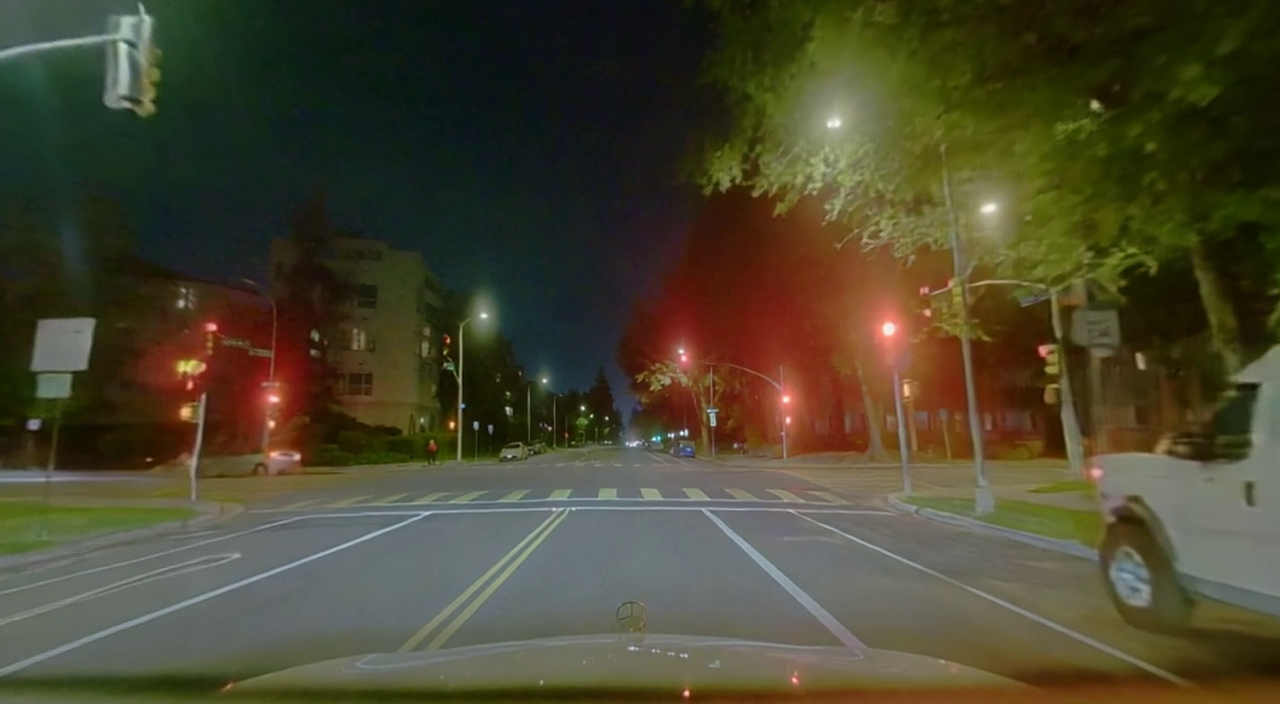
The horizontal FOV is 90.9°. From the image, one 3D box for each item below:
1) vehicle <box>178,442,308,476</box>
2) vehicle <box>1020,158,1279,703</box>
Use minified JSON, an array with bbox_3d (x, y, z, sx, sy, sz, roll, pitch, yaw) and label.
[{"bbox_3d":[-18.020,4.869,28.755,4.606,1.452,1.917,0,-8,0],"label":"vehicle"},{"bbox_3d":[4.476,0.352,2.729,2.398,2.806,4.857,0,-8,-2],"label":"vehicle"}]
